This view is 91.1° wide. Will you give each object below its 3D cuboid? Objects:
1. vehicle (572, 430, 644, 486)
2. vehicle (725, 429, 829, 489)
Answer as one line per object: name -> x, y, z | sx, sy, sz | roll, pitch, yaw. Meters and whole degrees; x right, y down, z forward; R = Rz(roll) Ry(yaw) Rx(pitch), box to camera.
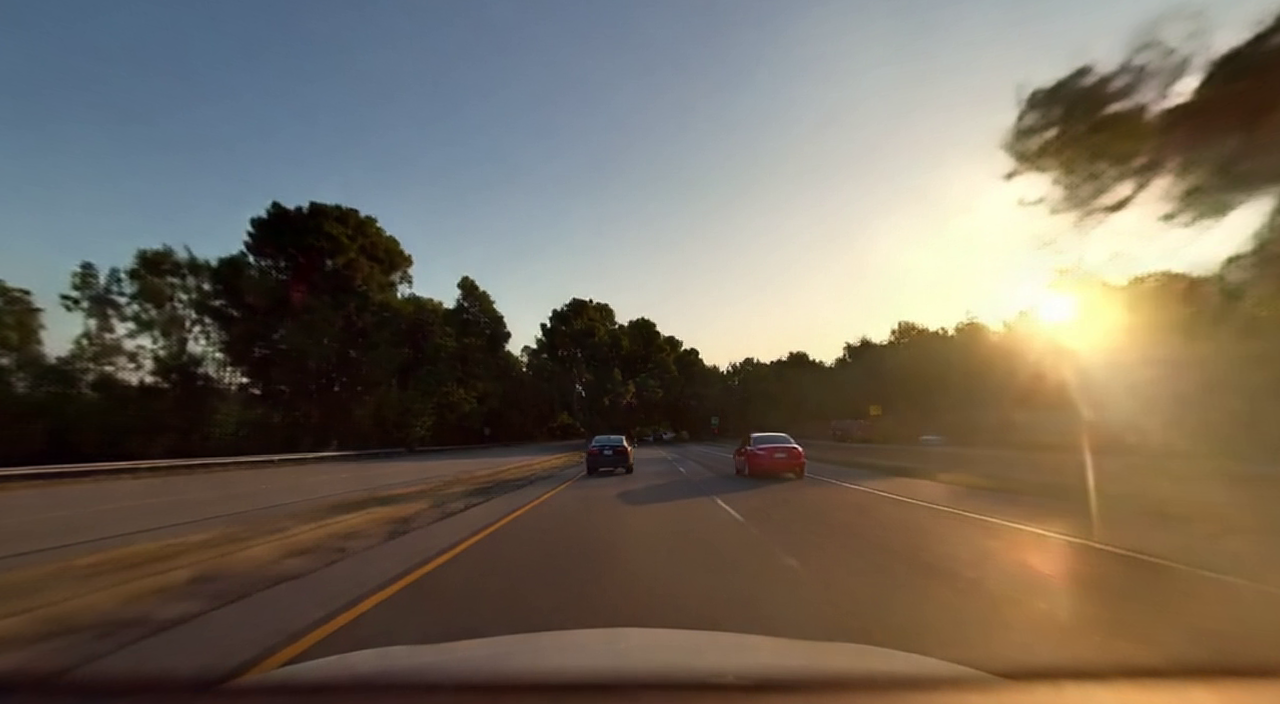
vehicle -> -0.841, 3.070, 18.606 | 1.897, 1.479, 3.724 | 0, -8, 0
vehicle -> 3.821, 3.038, 18.347 | 2.010, 1.508, 4.285 | 0, -8, -1
